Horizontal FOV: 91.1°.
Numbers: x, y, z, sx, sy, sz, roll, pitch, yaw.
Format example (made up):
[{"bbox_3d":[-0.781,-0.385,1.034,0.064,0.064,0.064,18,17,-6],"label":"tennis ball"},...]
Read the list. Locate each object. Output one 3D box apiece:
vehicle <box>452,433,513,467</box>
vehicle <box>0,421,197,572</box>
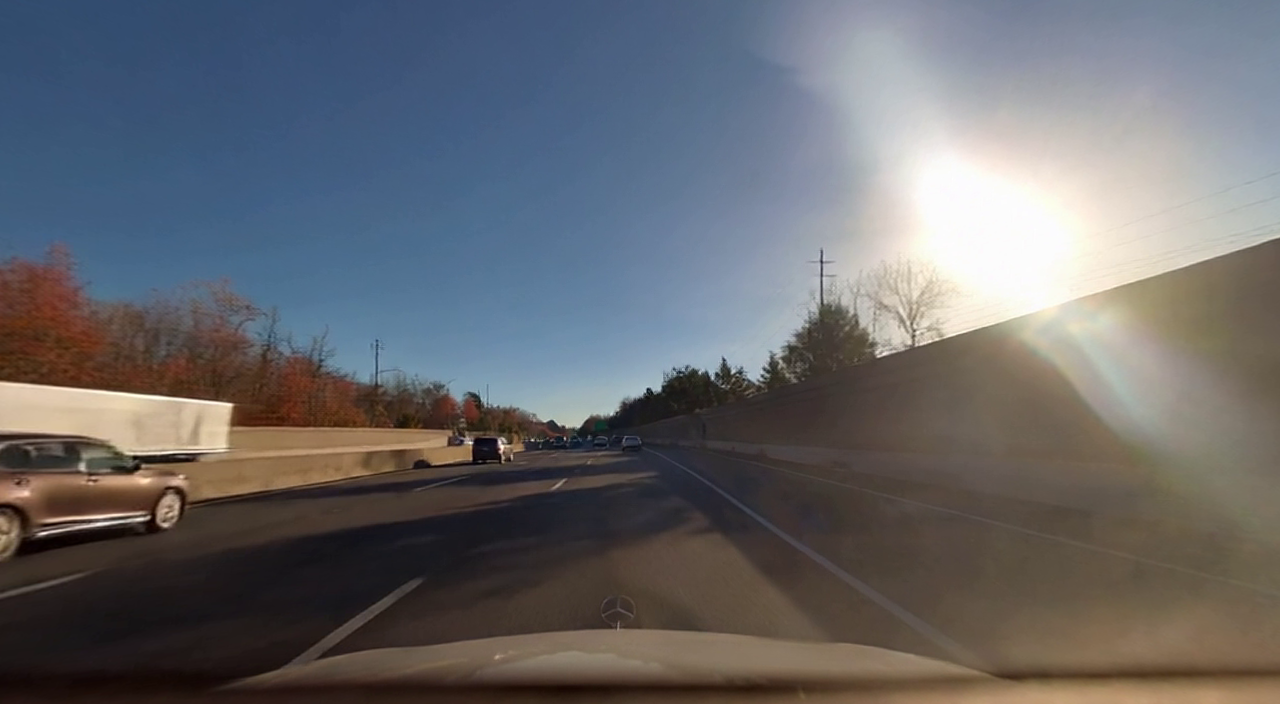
[{"bbox_3d":[-7.652,4.783,30.951,1.972,1.532,4.222,0,-8,-1],"label":"vehicle"},{"bbox_3d":[-7.484,1.522,6.783,2.003,1.523,4.741,0,-8,-1],"label":"vehicle"}]
